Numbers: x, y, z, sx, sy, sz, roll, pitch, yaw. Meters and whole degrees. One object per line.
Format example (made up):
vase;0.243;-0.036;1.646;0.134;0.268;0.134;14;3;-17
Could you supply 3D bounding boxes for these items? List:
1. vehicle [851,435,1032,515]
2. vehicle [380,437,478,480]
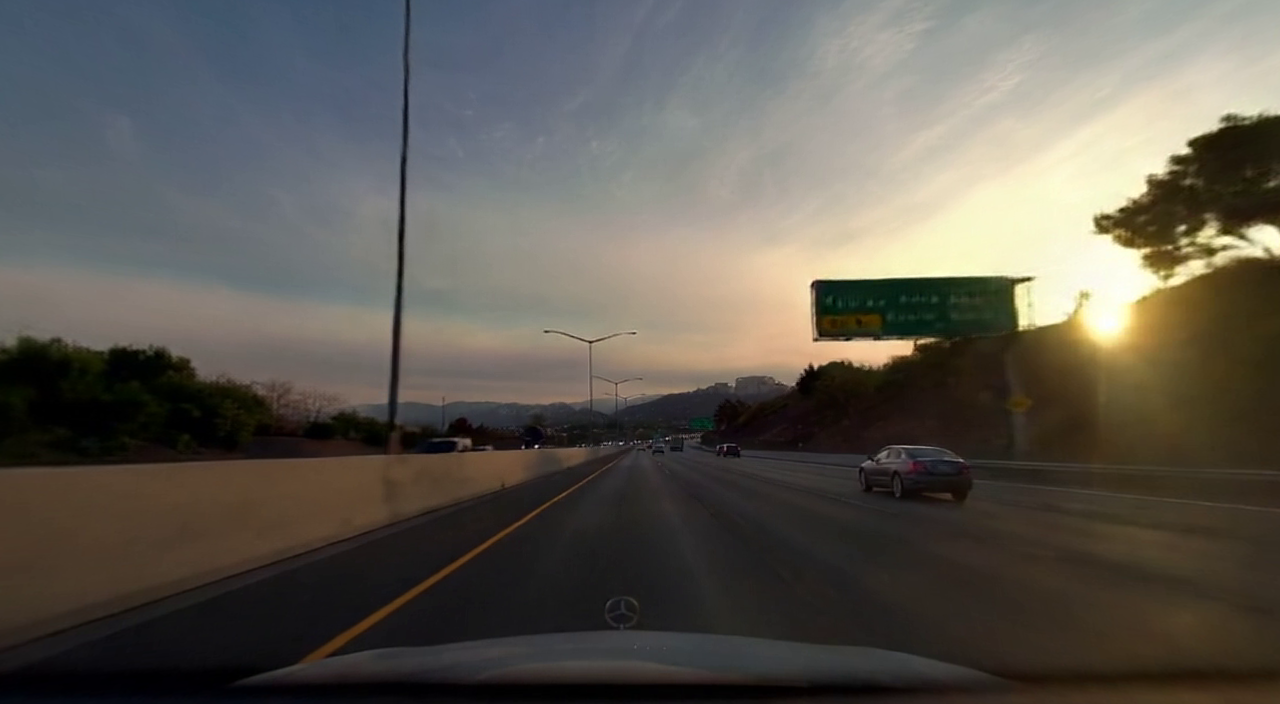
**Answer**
vehicle;6.760;2.789;14.904;1.901;1.548;4.684;0;-9;-1
vehicle;-10.067;5.138;30.876;2.604;1.870;6.191;0;-9;0
